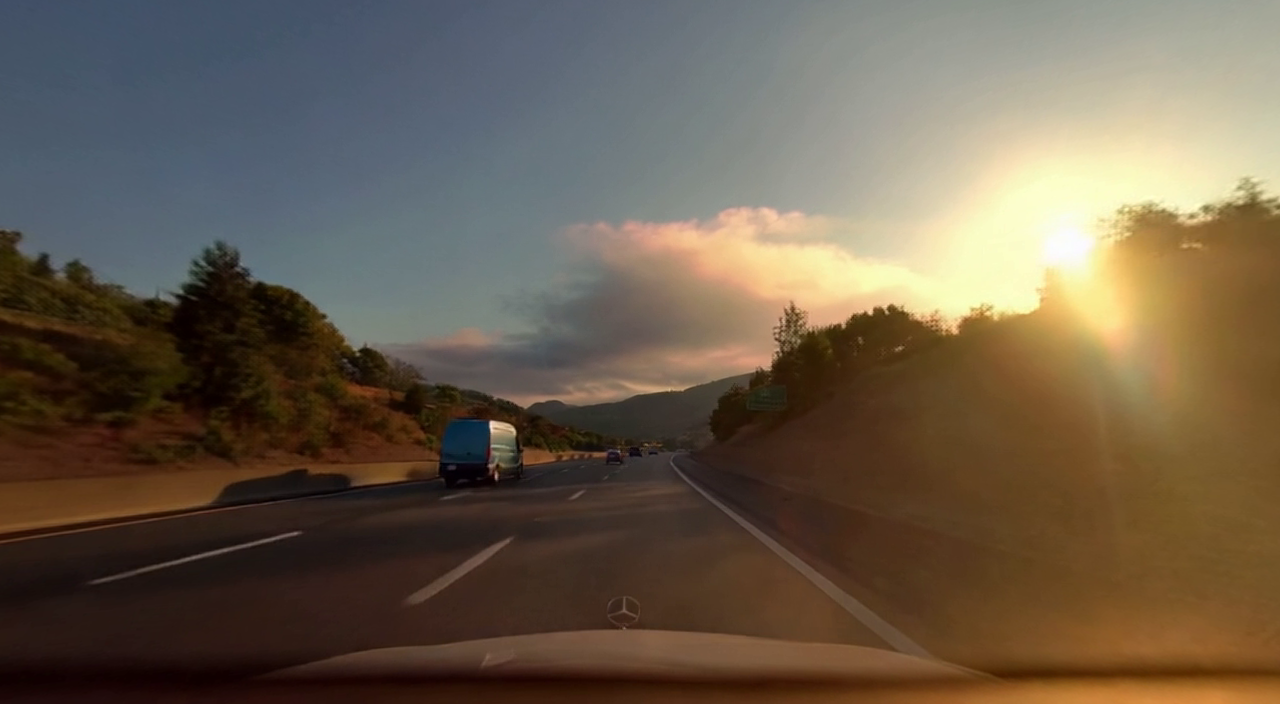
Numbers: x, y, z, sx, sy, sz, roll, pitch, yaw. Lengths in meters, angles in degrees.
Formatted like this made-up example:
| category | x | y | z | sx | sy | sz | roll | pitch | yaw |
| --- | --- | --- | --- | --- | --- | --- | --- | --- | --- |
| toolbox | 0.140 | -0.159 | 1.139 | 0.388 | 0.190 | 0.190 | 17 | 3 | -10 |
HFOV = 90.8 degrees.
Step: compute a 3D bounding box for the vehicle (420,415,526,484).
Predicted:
| category | x | y | z | sx | sy | sz | roll | pitch | yaw |
| --- | --- | --- | --- | --- | --- | --- | --- | --- | --- |
| vehicle | -6.533 | 3.970 | 25.696 | 2.449 | 2.471 | 6.130 | 0 | -9 | 2 |
